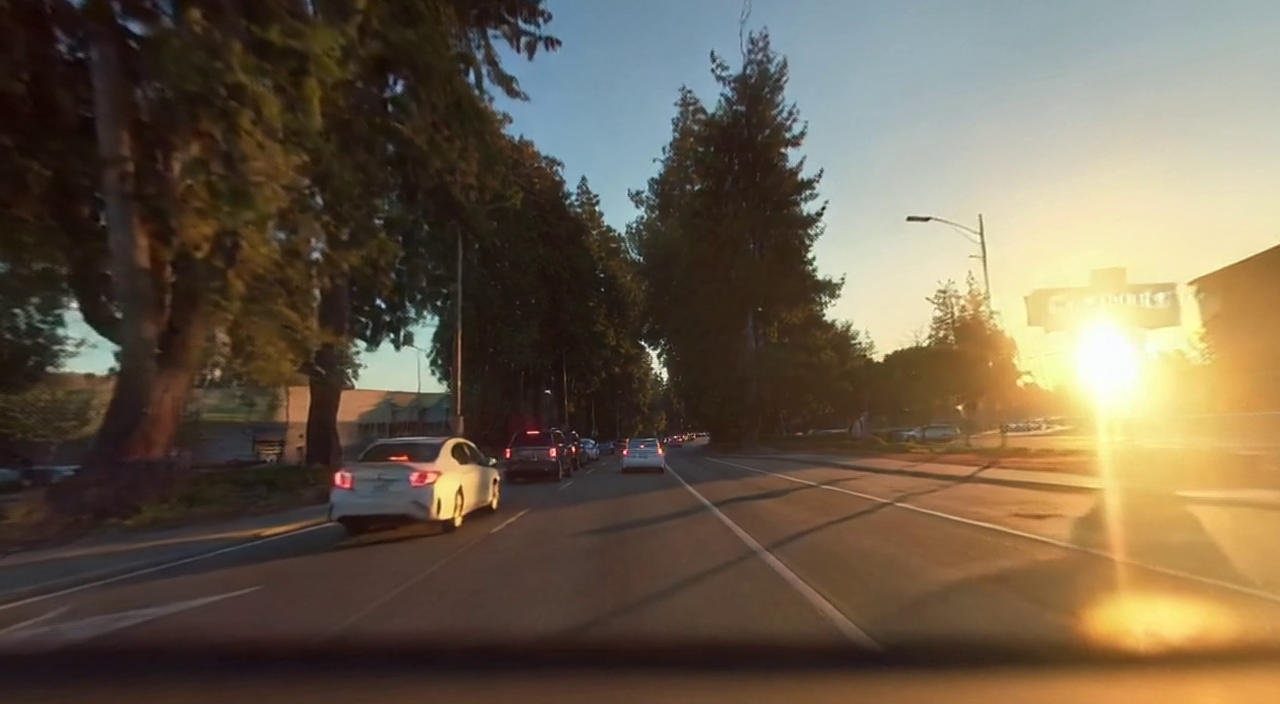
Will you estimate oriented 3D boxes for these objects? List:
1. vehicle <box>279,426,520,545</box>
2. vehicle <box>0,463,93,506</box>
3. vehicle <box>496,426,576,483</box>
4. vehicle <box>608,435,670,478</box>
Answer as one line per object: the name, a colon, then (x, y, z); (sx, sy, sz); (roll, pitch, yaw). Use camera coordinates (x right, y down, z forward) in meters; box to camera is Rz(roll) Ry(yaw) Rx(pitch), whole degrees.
vehicle: (-3.483, 2.036, 10.305); (2.139, 1.487, 4.453); (0, -9, 0)
vehicle: (-28.799, 6.229, 29.480); (4.586, 1.682, 2.003); (-3, -8, -4)
vehicle: (-3.443, 3.494, 21.745); (2.046, 1.751, 4.208); (0, -9, 0)
vehicle: (-0.065, 3.892, 23.708); (2.126, 1.475, 3.967); (0, -9, -1)
